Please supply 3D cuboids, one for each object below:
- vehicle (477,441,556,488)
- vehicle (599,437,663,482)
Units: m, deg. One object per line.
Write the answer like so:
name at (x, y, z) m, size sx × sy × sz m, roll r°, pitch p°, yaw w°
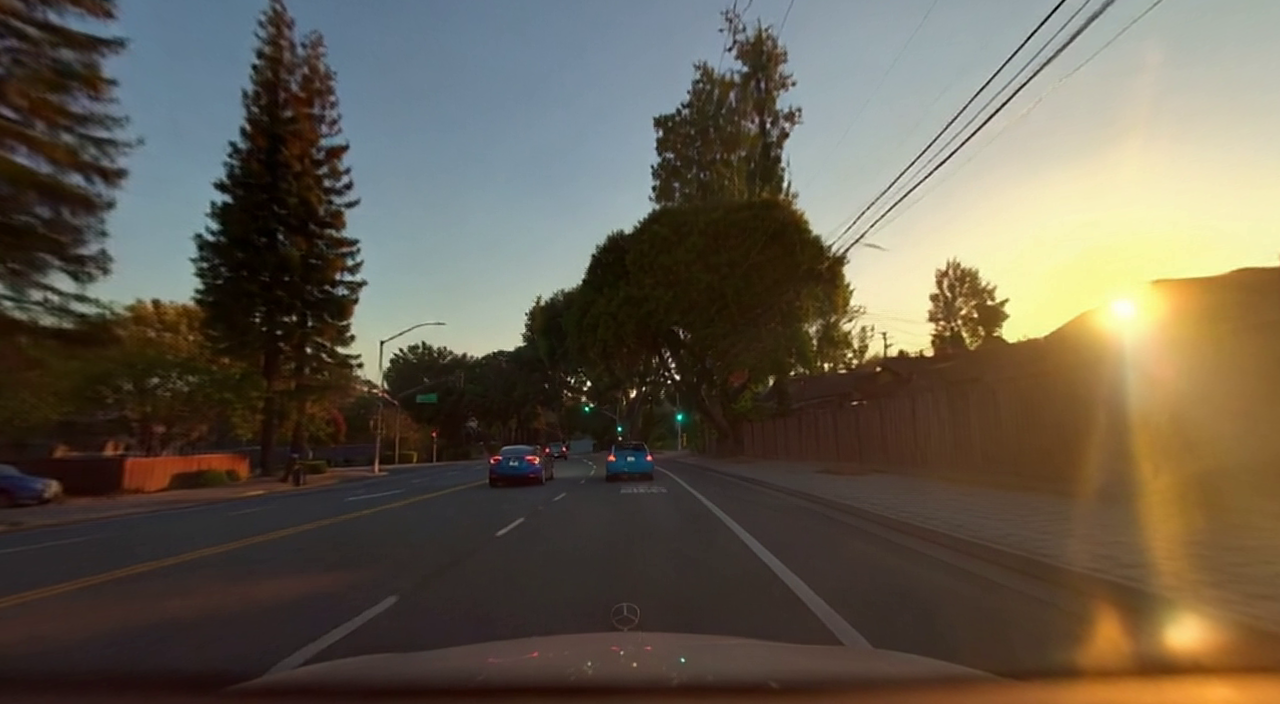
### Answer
vehicle at (-4.116, 3.814, 21.746) m, size 1.913 × 1.425 × 4.235 m, roll 0°, pitch -9°, yaw 0°
vehicle at (-0.405, 3.971, 23.556) m, size 2.168 × 1.504 × 4.284 m, roll 1°, pitch -9°, yaw -2°
